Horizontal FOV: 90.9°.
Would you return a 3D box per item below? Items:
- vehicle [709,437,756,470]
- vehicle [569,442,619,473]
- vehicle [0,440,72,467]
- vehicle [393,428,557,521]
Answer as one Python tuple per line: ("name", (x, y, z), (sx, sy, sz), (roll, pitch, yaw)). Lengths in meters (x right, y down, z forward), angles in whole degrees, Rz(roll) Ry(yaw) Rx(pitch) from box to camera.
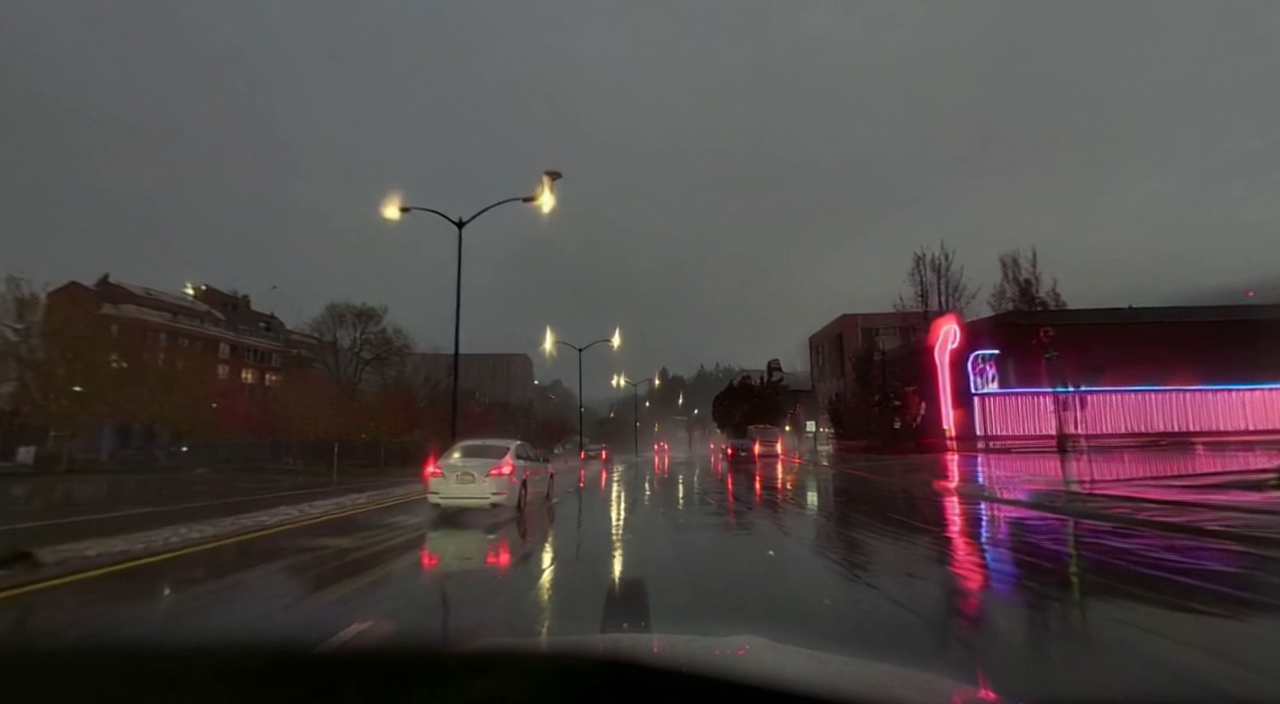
("vehicle", (5.080, 5.654, 35.216), (2.103, 1.699, 4.171), (0, -8, 1))
("vehicle", (-2.283, 5.409, 32.472), (1.980, 1.454, 4.226), (-1, -8, 4))
("vehicle", (-40.395, 6.597, 41.019), (1.993, 1.726, 4.713), (-7, -11, 40))
("vehicle", (-3.131, 2.441, 13.108), (2.118, 1.568, 4.436), (0, -8, 1))
